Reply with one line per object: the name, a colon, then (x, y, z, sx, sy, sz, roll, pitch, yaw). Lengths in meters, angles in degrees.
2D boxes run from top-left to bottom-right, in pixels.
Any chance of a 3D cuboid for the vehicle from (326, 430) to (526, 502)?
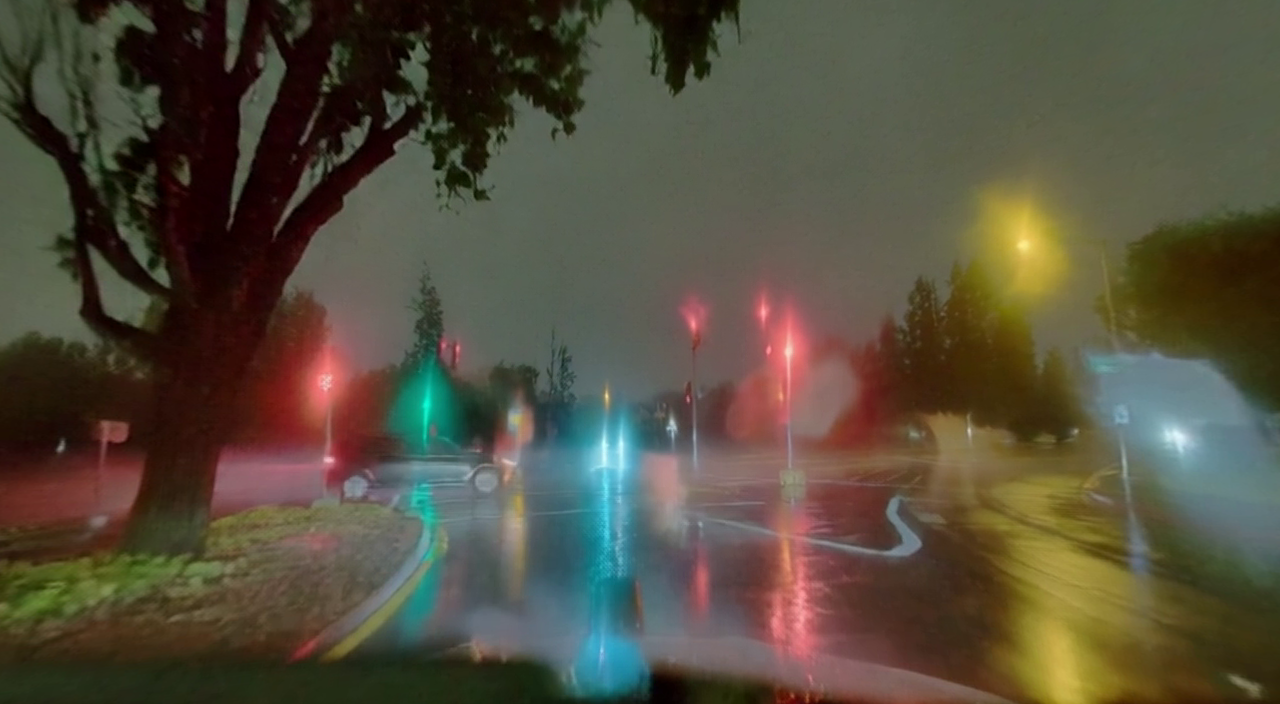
vehicle: (-5.427, 2.844, 16.149, 4.545, 1.602, 2.014, 4, -9, -27)
